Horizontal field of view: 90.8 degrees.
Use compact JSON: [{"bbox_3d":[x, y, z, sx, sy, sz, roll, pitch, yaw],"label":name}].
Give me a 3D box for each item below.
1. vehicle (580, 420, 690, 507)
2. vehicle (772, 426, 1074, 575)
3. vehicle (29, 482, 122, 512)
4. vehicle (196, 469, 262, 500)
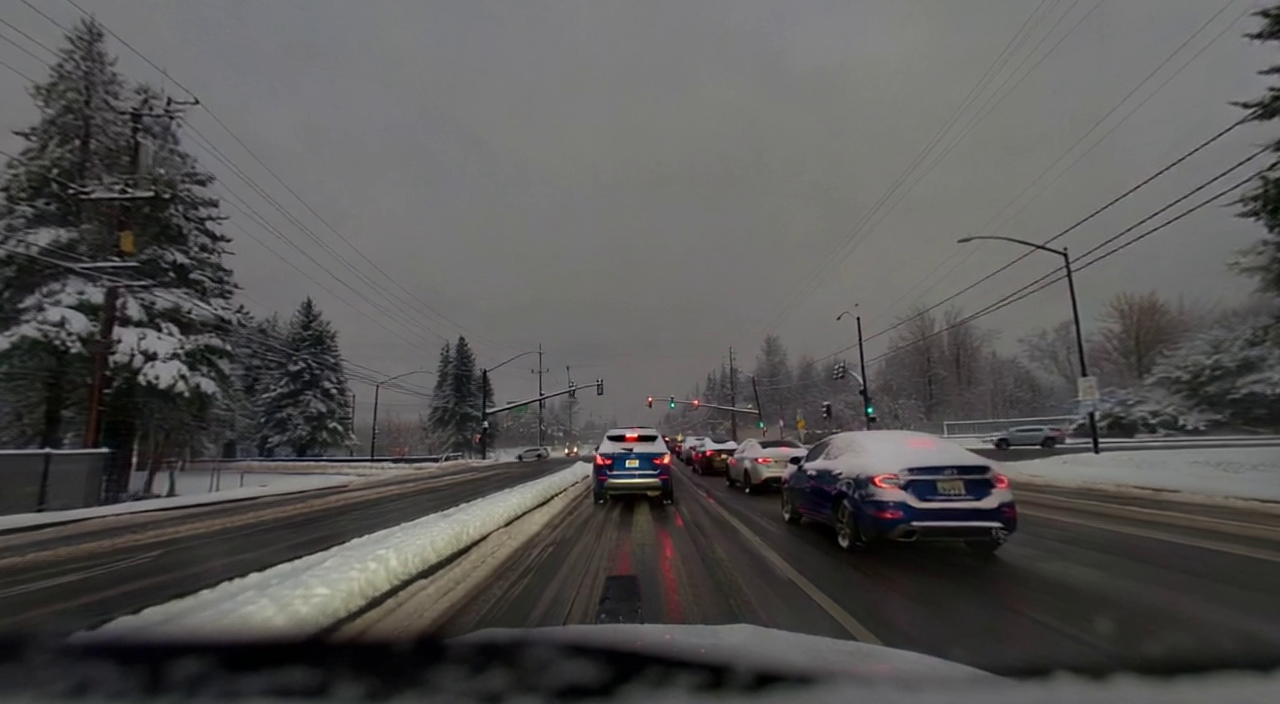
[{"bbox_3d":[-0.140,2.672,15.469,2.300,1.821,4.254,0,-9,-1],"label":"vehicle"},{"bbox_3d":[3.306,1.824,8.611,1.984,1.462,4.513,0,-9,0],"label":"vehicle"},{"bbox_3d":[-33.395,8.566,37.430,3.637,1.483,2.007,-2,-7,1],"label":"vehicle"},{"bbox_3d":[-25.231,8.082,38.769,3.826,1.522,1.741,-3,-8,30],"label":"vehicle"}]
